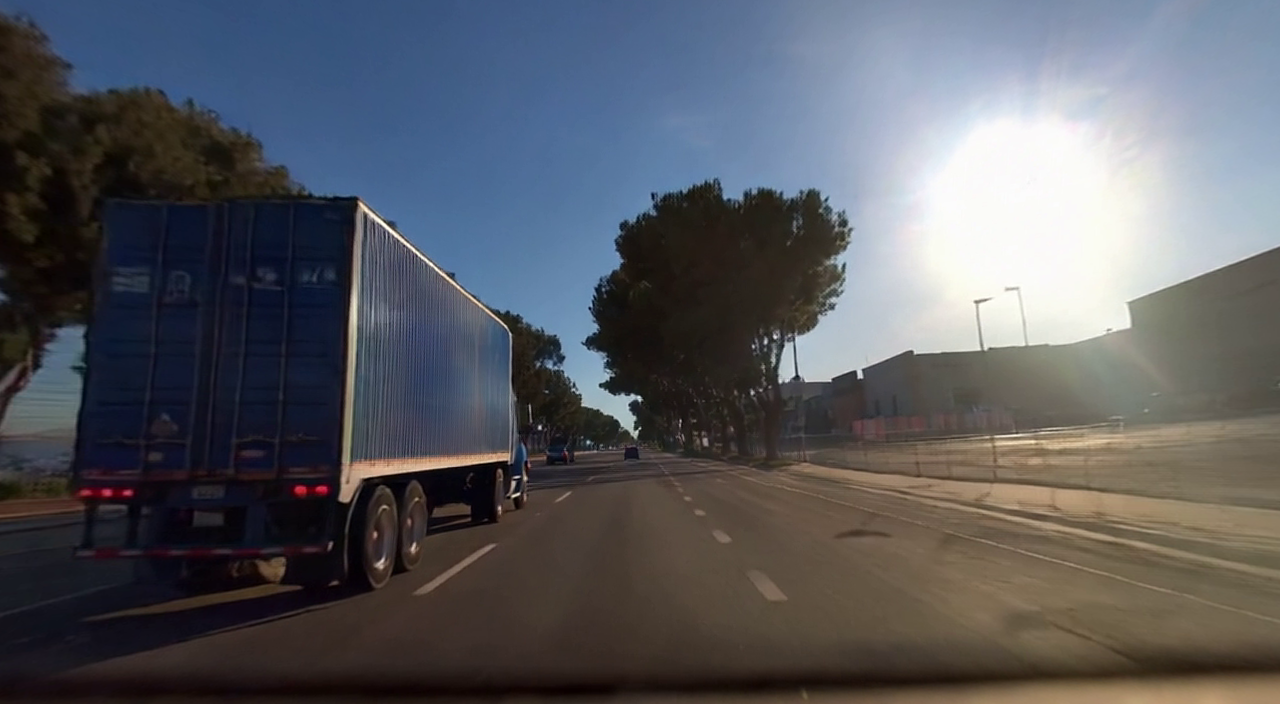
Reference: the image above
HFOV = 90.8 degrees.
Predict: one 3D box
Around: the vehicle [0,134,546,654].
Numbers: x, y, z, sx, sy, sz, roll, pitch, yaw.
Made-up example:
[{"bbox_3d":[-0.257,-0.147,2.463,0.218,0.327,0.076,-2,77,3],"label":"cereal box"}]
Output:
[{"bbox_3d":[-3.404,0.799,8.315,2.910,3.419,8.376,0,-8,1],"label":"vehicle"}]
